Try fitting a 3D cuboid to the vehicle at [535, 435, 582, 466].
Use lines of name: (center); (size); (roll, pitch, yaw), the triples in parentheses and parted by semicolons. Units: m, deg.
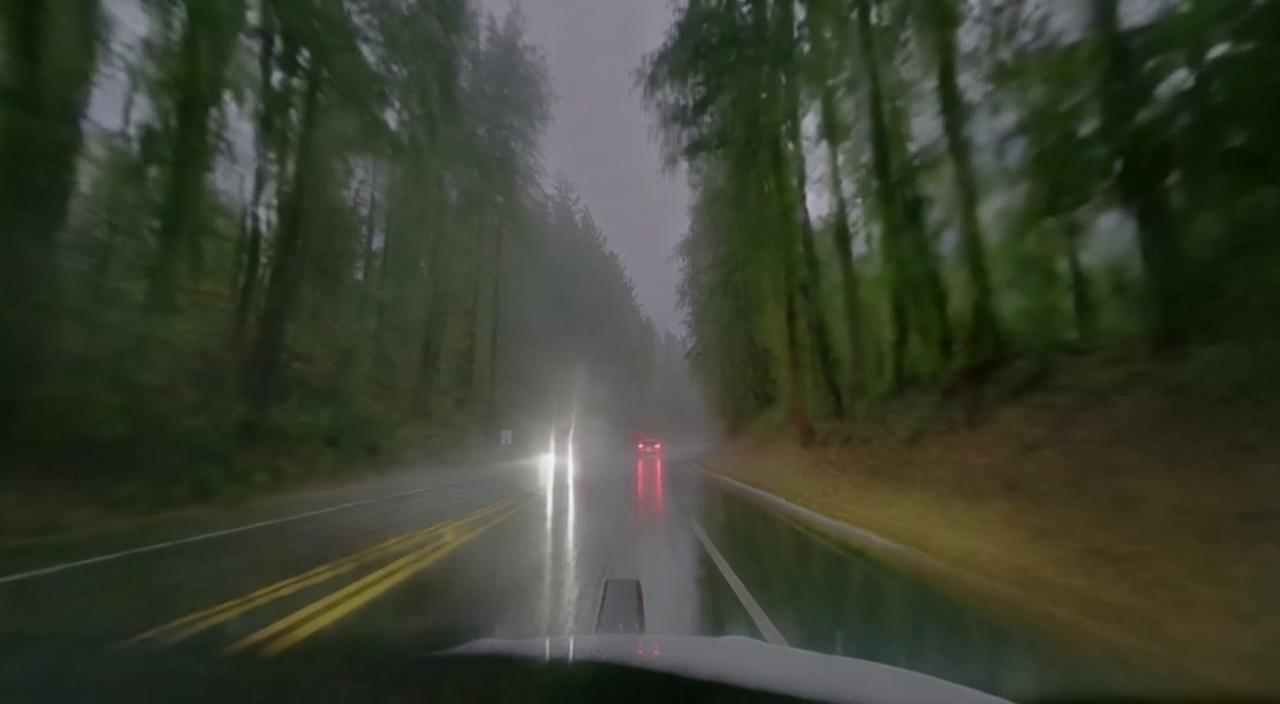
vehicle: (-4.879, 5.982, 38.463); (2.140, 1.727, 4.202); (-1, -9, 3)
